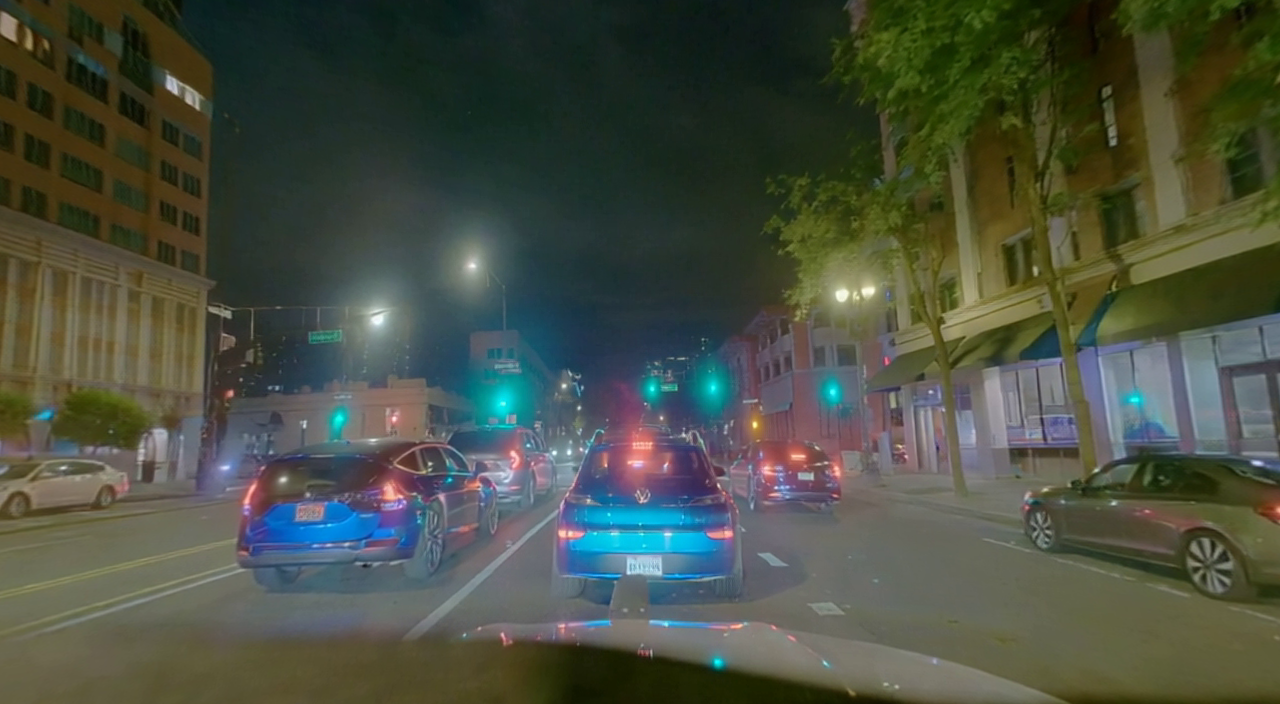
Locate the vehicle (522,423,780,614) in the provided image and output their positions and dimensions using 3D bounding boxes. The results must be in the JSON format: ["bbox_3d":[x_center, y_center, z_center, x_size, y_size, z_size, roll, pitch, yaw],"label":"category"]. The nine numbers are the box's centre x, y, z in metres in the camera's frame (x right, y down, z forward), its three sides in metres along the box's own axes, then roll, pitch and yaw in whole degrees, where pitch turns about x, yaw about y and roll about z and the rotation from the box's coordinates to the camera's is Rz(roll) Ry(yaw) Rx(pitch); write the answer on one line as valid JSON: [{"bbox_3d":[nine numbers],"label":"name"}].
[{"bbox_3d":[0.081,1.589,6.822,2.022,1.481,3.564,0,-9,0],"label":"vehicle"}]

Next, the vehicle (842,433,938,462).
[{"bbox_3d":[16.359,6.268,41.510,5.345,1.811,2.175,0,-9,-1],"label":"vehicle"}]

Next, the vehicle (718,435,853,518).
[{"bbox_3d":[2.981,2.632,13.843,2.018,1.529,3.880,0,-9,0],"label":"vehicle"}]

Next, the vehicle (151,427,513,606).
[{"bbox_3d":[-3.011,1.698,7.406,2.131,1.486,4.089,0,-9,1],"label":"vehicle"}]

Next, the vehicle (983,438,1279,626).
[{"bbox_3d":[5.964,1.701,6.877,1.873,1.453,4.579,0,-9,0],"label":"vehicle"}]

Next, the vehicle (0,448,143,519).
[{"bbox_3d":[-16.237,3.442,17.004,1.914,1.690,4.461,0,-9,1],"label":"vehicle"}]
